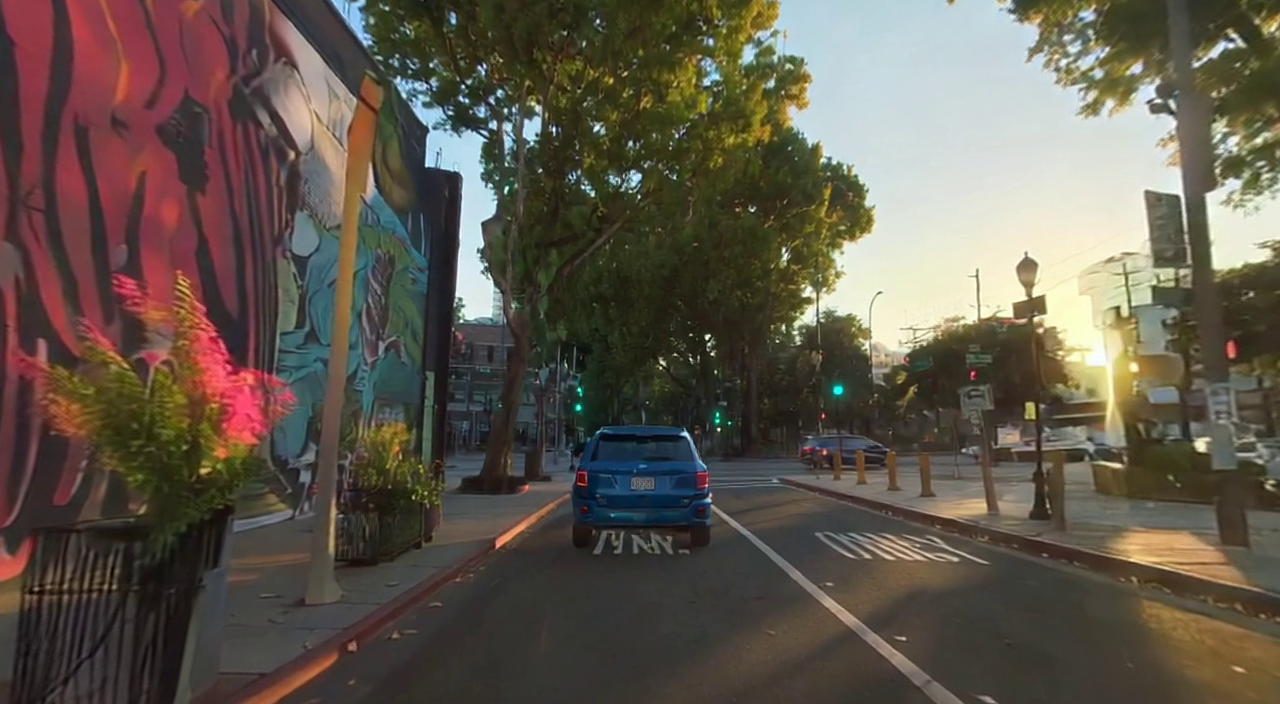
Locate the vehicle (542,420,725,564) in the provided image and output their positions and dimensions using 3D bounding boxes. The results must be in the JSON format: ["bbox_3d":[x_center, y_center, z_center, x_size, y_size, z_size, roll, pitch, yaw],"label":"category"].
[{"bbox_3d":[-0.078,1.884,9.192,2.079,1.621,3.861,0,-8,0],"label":"vehicle"}]

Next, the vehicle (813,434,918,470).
[{"bbox_3d":[13.662,6.030,38.311,5.513,2.063,2.448,2,-9,-15],"label":"vehicle"}]
